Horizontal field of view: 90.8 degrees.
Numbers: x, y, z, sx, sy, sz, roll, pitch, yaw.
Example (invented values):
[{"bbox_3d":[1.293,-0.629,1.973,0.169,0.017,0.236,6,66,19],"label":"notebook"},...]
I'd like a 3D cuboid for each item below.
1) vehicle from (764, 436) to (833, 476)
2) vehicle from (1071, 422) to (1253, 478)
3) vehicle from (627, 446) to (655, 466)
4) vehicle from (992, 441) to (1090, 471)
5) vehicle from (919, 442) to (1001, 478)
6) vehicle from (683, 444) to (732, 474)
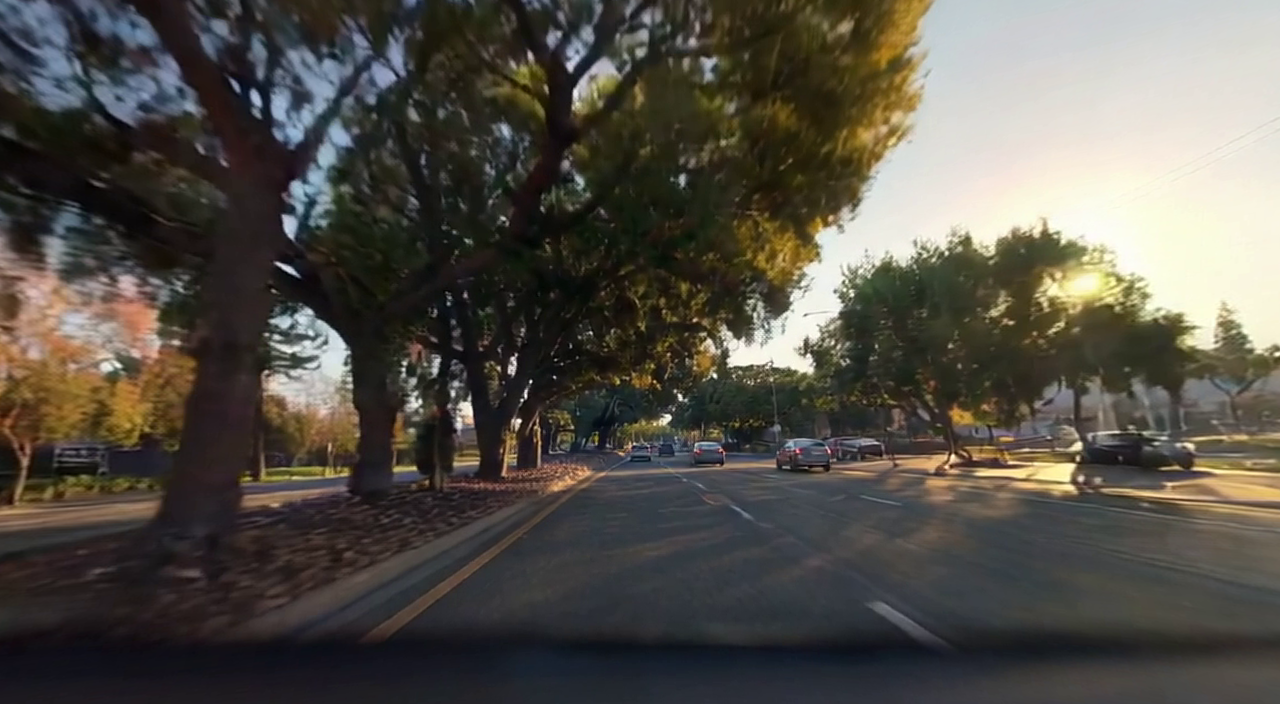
[{"bbox_3d":[7.087,4.688,28.642,1.916,1.646,4.258,0,-8,-1],"label":"vehicle"},{"bbox_3d":[21.088,4.012,26.022,2.304,2.044,5.894,0,-8,-2],"label":"vehicle"},{"bbox_3d":[0.027,7.832,47.803,2.031,1.444,4.361,0,-8,-1],"label":"vehicle"},{"bbox_3d":[20.999,5.468,33.379,1.822,1.456,4.860,0,-8,-2],"label":"vehicle"},{"bbox_3d":[14.501,4.899,28.849,1.743,1.505,3.682,0,-8,-1],"label":"vehicle"},{"bbox_3d":[3.405,5.482,32.645,1.875,1.452,4.453,0,-8,-2],"label":"vehicle"}]
